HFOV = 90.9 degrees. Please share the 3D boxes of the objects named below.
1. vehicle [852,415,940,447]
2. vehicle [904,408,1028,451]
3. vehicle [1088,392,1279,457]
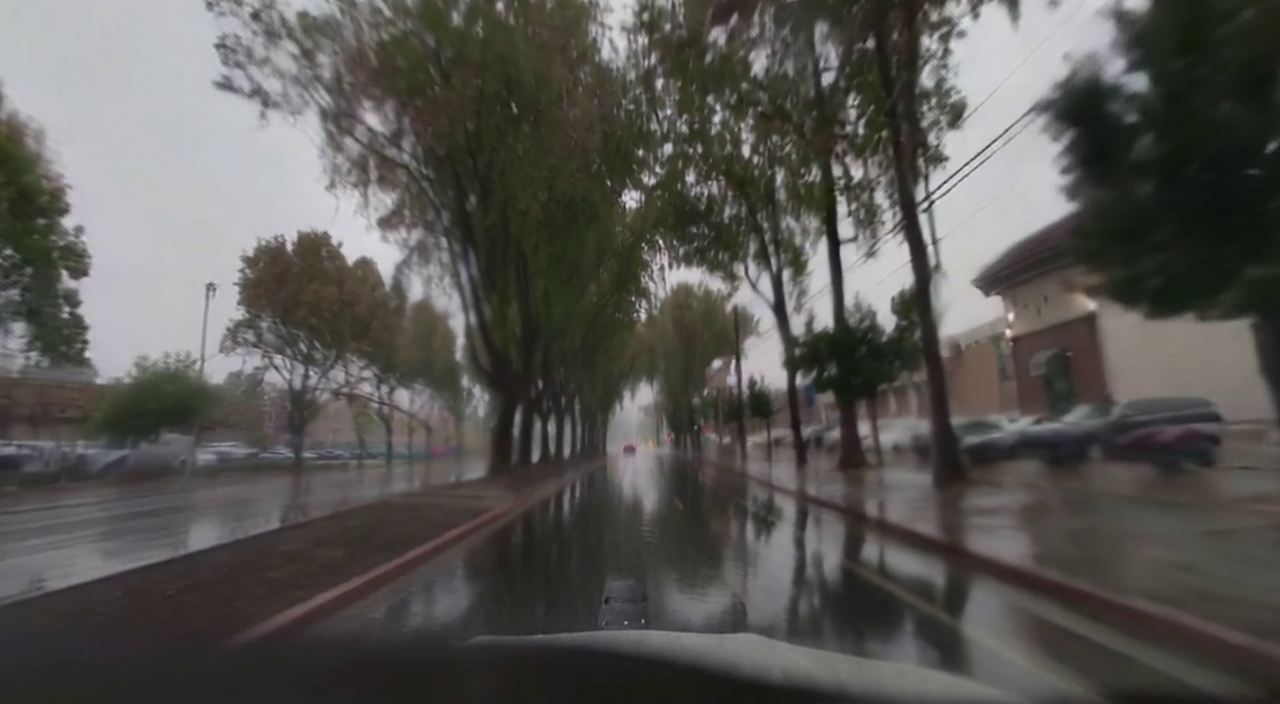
[{"bbox_3d":[12.807,3.986,31.641,3.641,1.524,1.731,0,-8,0],"label":"vehicle"},{"bbox_3d":[12.458,3.011,24.273,3.742,1.560,1.822,-1,-8,1],"label":"vehicle"},{"bbox_3d":[12.793,1.713,14.765,3.375,1.411,1.561,0,-8,-1],"label":"vehicle"}]
